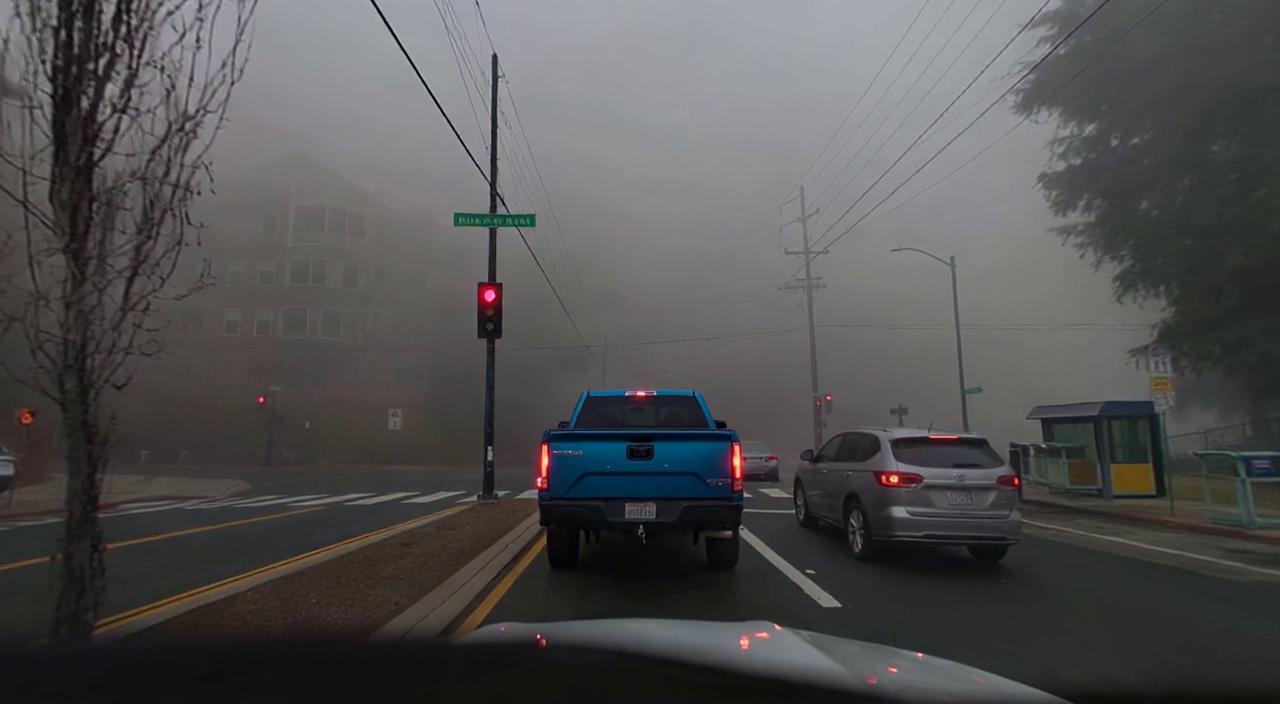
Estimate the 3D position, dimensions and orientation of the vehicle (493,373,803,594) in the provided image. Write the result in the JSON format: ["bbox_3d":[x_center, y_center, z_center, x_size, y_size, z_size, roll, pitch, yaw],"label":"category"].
[{"bbox_3d":[0.107,1.539,8.222,2.738,1.959,5.070,0,-8,1],"label":"vehicle"}]

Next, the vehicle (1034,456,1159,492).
[{"bbox_3d":[21.728,5.814,30.117,4.498,1.618,1.843,0,-8,0],"label":"vehicle"}]

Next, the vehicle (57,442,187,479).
[{"bbox_3d":[-24.894,5.199,30.394,4.563,1.692,1.778,0,-9,-2],"label":"vehicle"}]

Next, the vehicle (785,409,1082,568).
[{"bbox_3d":[3.841,1.882,9.496,2.131,1.759,4.762,0,-8,0],"label":"vehicle"}]

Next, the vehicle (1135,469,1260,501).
[{"bbox_3d":[26.401,6.282,29.927,4.071,1.388,1.884,0,-8,1],"label":"vehicle"}]
